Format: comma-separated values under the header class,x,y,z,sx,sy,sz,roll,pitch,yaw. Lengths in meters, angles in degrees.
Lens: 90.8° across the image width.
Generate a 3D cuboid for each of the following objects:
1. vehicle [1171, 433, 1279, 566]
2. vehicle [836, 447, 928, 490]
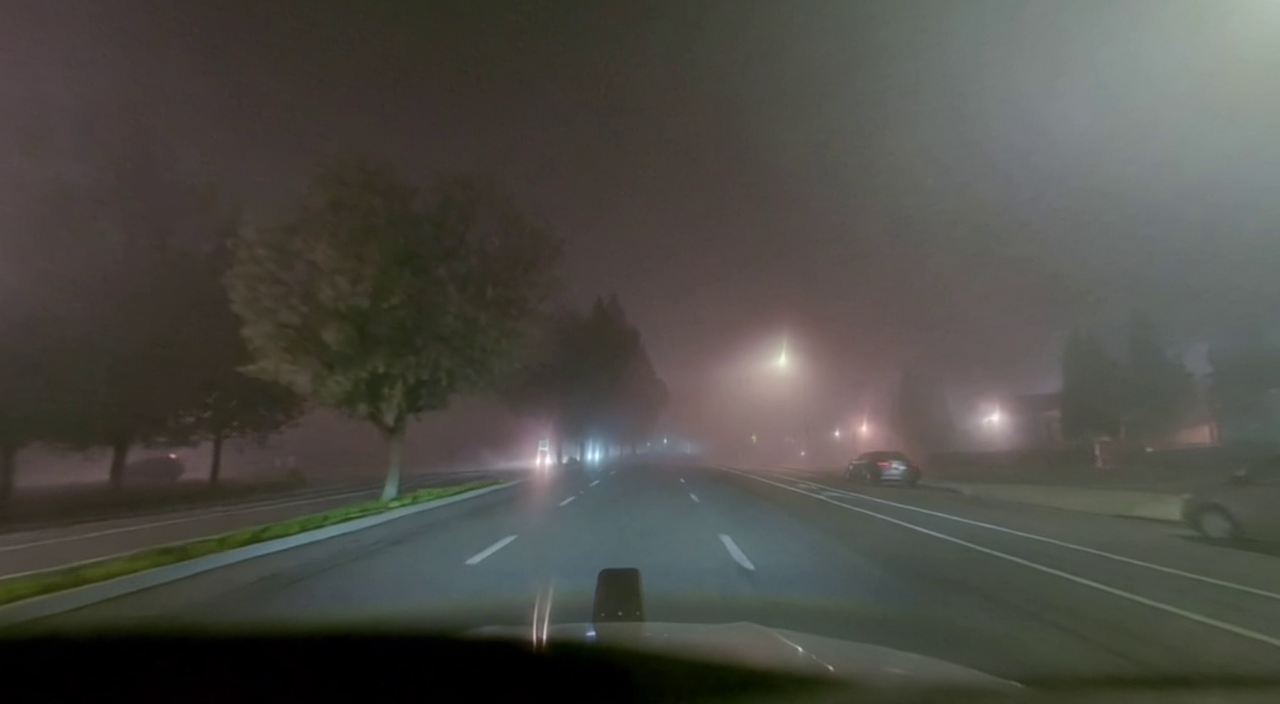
class,x,y,z,sx,sy,sz,roll,pitch,yaw
vehicle,9.356,1.812,7.584,1.990,1.728,4.597,-1,-9,1
vehicle,9.766,4.729,25.913,2.076,1.547,4.398,-1,-9,1
